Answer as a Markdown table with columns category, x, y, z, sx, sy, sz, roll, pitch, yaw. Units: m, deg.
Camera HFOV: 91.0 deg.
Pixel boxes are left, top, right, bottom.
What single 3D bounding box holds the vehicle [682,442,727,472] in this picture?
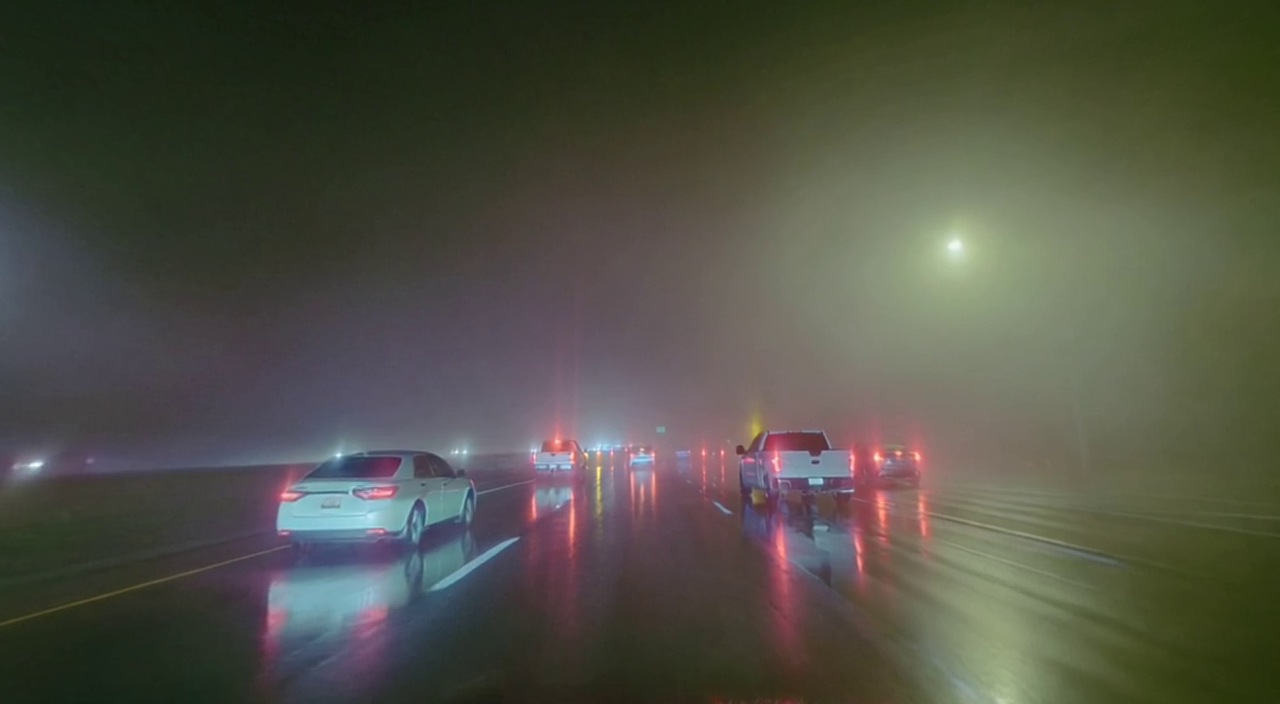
| category | x | y | z | sx | sy | sz | roll | pitch | yaw |
| --- | --- | --- | --- | --- | --- | --- | --- | --- | --- |
| vehicle | 3.773 | 6.200 | 37.469 | 2.145 | 1.636 | 4.437 | 1 | -9 | -1 |

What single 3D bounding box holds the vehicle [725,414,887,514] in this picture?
| category | x | y | z | sx | sy | sz | roll | pitch | yaw |
| --- | --- | --- | --- | --- | --- | --- | --- | --- | --- |
| vehicle | 3.618 | 2.608 | 15.158 | 2.340 | 1.925 | 5.529 | 1 | -9 | -1 |

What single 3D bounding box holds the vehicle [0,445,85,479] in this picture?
| category | x | y | z | sx | sy | sz | roll | pitch | yaw |
| --- | --- | --- | --- | --- | --- | --- | --- | --- | --- |
| vehicle | -30.885 | 5.464 | 31.595 | 1.875 | 1.542 | 4.486 | 0 | -9 | 0 |

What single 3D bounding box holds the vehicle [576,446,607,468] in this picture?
| category | x | y | z | sx | sy | sz | roll | pitch | yaw |
| --- | --- | --- | --- | --- | --- | --- | --- | --- | --- |
| vehicle | -3.405 | 7.423 | 44.722 | 1.907 | 1.484 | 3.954 | 0 | -9 | 0 |

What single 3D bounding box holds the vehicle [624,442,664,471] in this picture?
| category | x | y | z | sx | sy | sz | roll | pitch | yaw |
| --- | --- | --- | --- | --- | --- | --- | --- | --- | --- |
| vehicle | 0.202 | 6.023 | 36.436 | 2.147 | 1.572 | 4.094 | 0 | -9 | 0 |

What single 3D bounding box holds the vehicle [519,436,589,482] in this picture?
| category | x | y | z | sx | sy | sz | roll | pitch | yaw |
| --- | --- | --- | --- | --- | --- | --- | --- | --- | --- |
| vehicle | -3.575 | 4.560 | 27.117 | 2.176 | 1.783 | 4.799 | 0 | -9 | 2 |

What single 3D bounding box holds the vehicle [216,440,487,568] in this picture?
| category | x | y | z | sx | sy | sz | roll | pitch | yaw |
| --- | --- | --- | --- | --- | --- | --- | --- | --- | --- |
| vehicle | -3.816 | 2.065 | 9.370 | 1.947 | 1.424 | 4.264 | 0 | -9 | 1 |
